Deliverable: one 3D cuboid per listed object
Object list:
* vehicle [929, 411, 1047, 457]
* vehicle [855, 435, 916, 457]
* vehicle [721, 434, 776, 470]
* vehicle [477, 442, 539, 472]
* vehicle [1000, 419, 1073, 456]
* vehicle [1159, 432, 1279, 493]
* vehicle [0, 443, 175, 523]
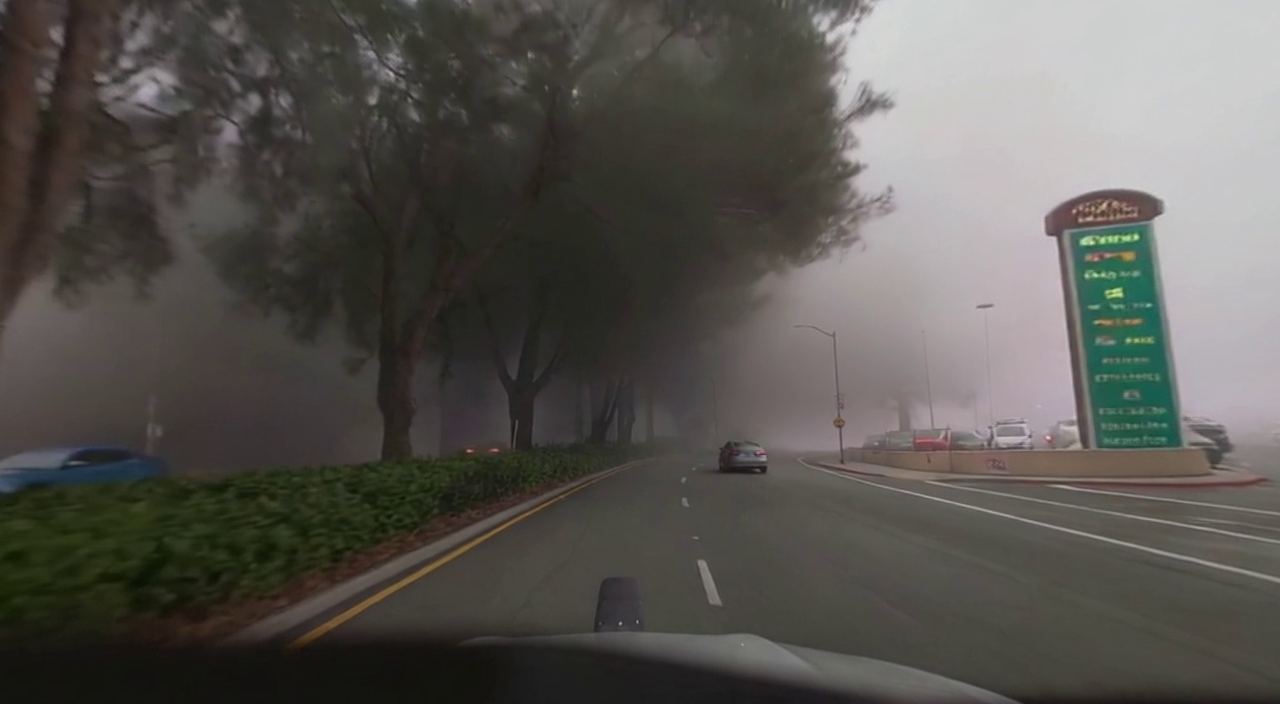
[{"bbox_3d":[22.141,5.300,40.487,6.303,2.740,2.215,-5,-9,28],"label":"vehicle"},{"bbox_3d":[16.786,6.444,43.217,3.655,1.464,1.759,-5,-10,28],"label":"vehicle"},{"bbox_3d":[4.775,4.494,28.539,2.132,1.497,4.827,-1,-8,6],"label":"vehicle"},{"bbox_3d":[-7.023,5.626,34.114,1.961,1.468,4.396,-1,-8,7],"label":"vehicle"},{"bbox_3d":[21.847,4.764,35.037,2.406,1.847,5.320,-4,-9,22],"label":"vehicle"},{"bbox_3d":[17.572,3.033,17.500,4.512,1.561,1.846,-7,-10,28],"label":"vehicle"},{"bbox_3d":[-14.316,3.212,16.013,1.778,1.647,4.072,-4,-8,5],"label":"vehicle"}]
